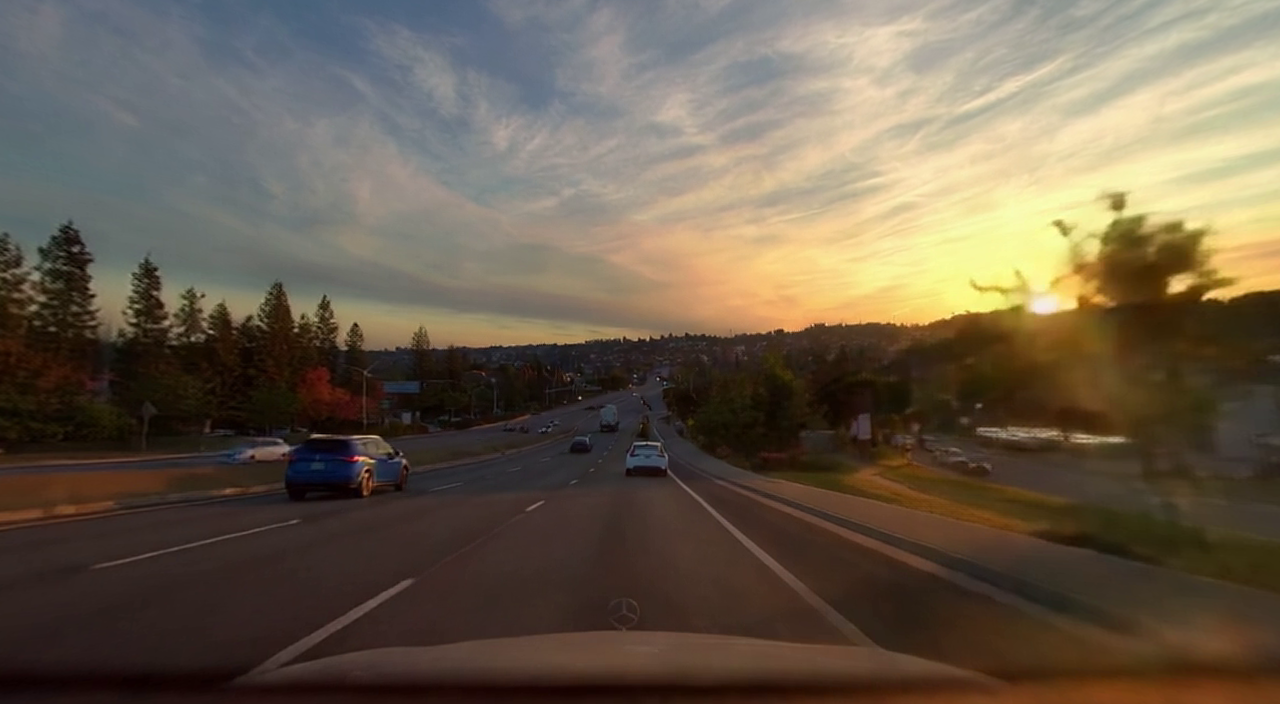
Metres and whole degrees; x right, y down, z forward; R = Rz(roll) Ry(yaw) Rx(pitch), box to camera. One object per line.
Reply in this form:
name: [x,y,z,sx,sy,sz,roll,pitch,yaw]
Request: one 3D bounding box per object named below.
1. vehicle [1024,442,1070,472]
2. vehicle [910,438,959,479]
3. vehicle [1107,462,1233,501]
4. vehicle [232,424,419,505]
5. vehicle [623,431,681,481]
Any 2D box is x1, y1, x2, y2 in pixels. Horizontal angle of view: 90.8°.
vehicle: [29.332,7.535,45.640,2.059,1.942,4.496,-5,-9,25]
vehicle: [18.102,6.489,39.029,1.849,1.958,4.453,-2,-3,14]
vehicle: [25.797,6.276,30.990,1.862,1.481,4.503,0,-7,-9]
vehicle: [-7.472,2.726,15.776,1.997,1.650,5.090,0,-8,1]
vehicle: [0.459,4.171,25.535,2.125,1.830,4.370,0,-8,0]
